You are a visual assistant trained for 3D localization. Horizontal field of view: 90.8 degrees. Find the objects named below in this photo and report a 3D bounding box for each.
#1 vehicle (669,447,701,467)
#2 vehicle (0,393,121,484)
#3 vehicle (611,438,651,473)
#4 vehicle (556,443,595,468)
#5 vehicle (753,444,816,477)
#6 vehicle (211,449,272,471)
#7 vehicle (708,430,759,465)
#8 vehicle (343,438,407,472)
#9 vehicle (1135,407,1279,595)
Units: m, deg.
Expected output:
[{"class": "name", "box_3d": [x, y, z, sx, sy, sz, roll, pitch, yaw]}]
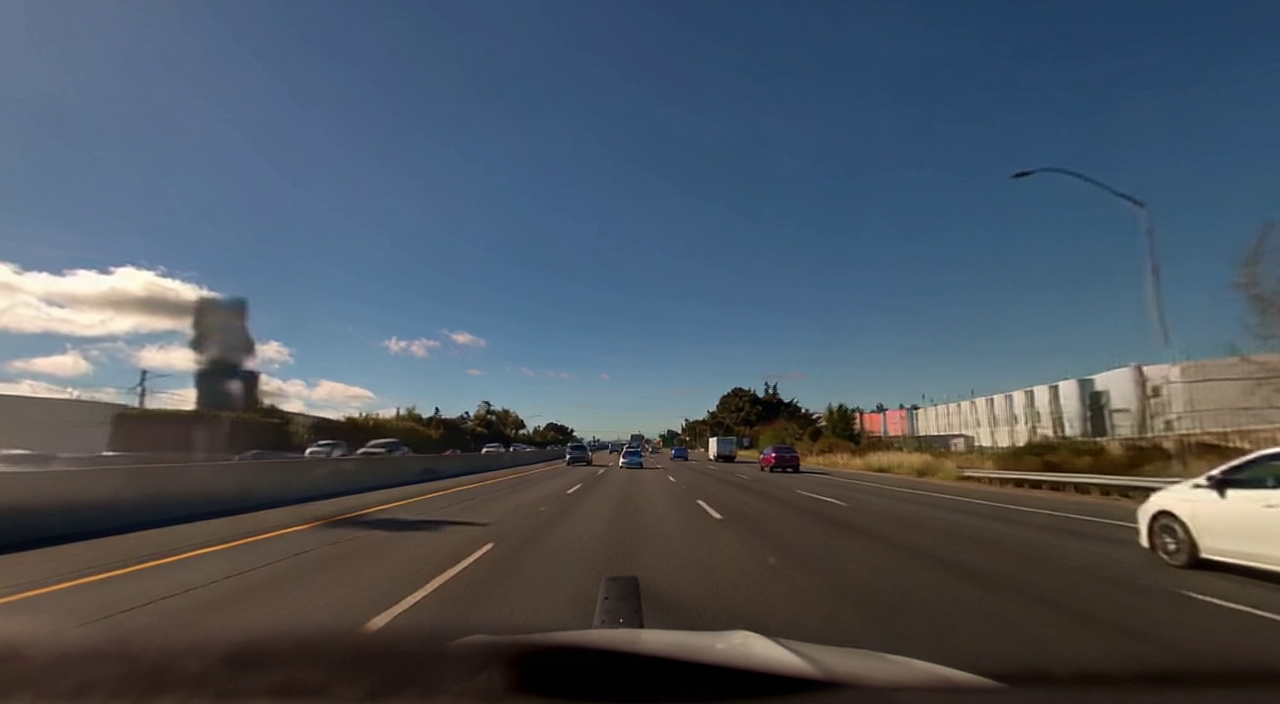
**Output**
[{"class": "vehicle", "box_3d": [3.086, 7.262, 43.894, 1.816, 1.353, 3.809, 0, -8, -1]}, {"class": "vehicle", "box_3d": [-29.318, 3.494, 25.574, 2.848, 3.915, 16.523, 0, -9, 0]}, {"class": "vehicle", "box_3d": [-0.442, 5.554, 34.072, 2.002, 1.759, 4.658, 0, -8, 0]}, {"class": "vehicle", "box_3d": [-4.359, 7.121, 43.553, 2.126, 1.631, 4.643, 0, -8, 1]}, {"class": "vehicle", "box_3d": [6.795, 5.120, 30.104, 1.879, 1.428, 4.402, 0, -9, -1]}, {"class": "vehicle", "box_3d": [-29.201, 7.926, 46.410, 1.774, 1.505, 4.029, 0, -9, 0]}, {"class": "vehicle", "box_3d": [6.957, 7.240, 47.936, 2.790, 2.473, 6.815, 0, -8, 0]}, {"class": "vehicle", "box_3d": [-14.093, 5.465, 33.786, 1.715, 1.682, 3.811, 0, -9, 1]}, {"class": "vehicle", "box_3d": [6.706, 1.249, 5.124, 1.944, 1.666, 4.184, 0, -9, 0]}]
